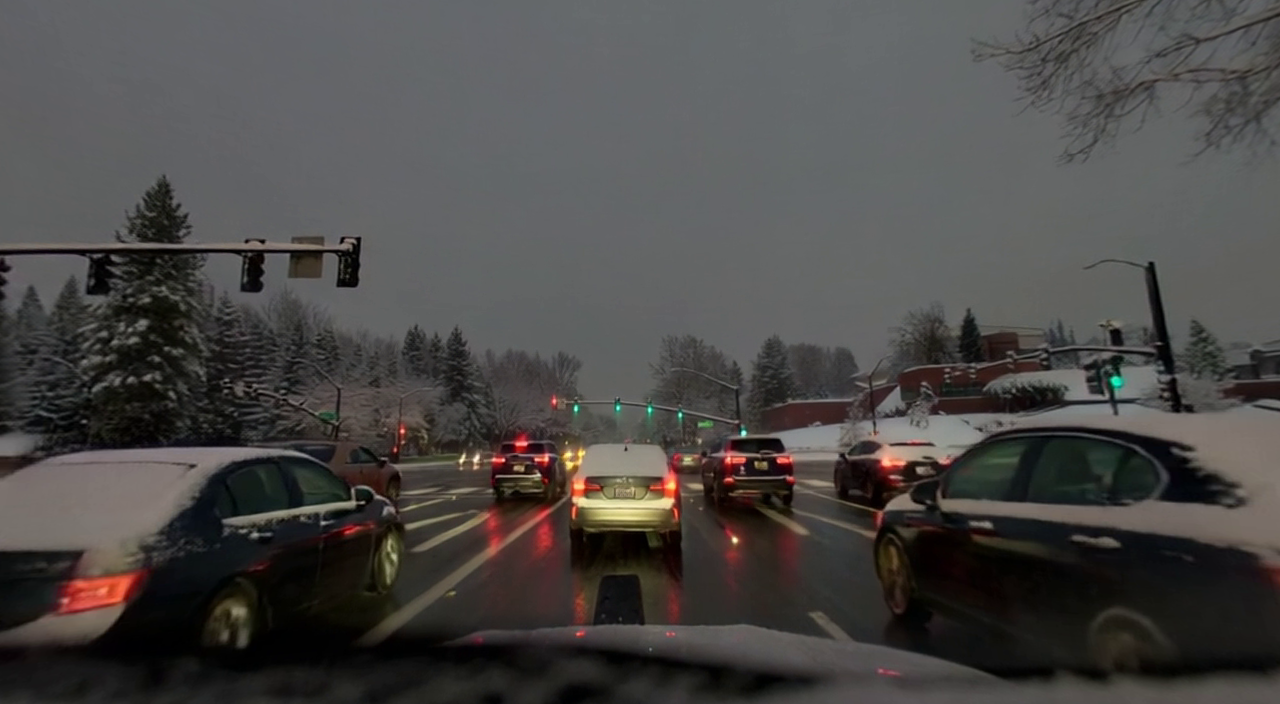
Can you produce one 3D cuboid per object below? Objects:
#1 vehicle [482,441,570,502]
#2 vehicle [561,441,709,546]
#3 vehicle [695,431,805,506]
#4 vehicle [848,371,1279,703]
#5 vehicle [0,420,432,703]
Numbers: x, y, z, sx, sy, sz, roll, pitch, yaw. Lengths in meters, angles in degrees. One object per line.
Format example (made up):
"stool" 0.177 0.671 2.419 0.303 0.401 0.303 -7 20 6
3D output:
"vehicle" -3.479 3.720 20.139 2.033 1.714 4.278 0 -8 -1
"vehicle" -0.115 2.315 11.029 2.098 1.461 3.958 0 -8 -1
"vehicle" 2.847 3.153 17.530 2.138 1.778 4.422 0 -8 -1
"vehicle" 3.047 1.073 3.544 1.996 1.566 4.917 0 -8 -1
"vehicle" -3.267 1.317 4.507 2.045 1.463 4.490 0 -8 0
